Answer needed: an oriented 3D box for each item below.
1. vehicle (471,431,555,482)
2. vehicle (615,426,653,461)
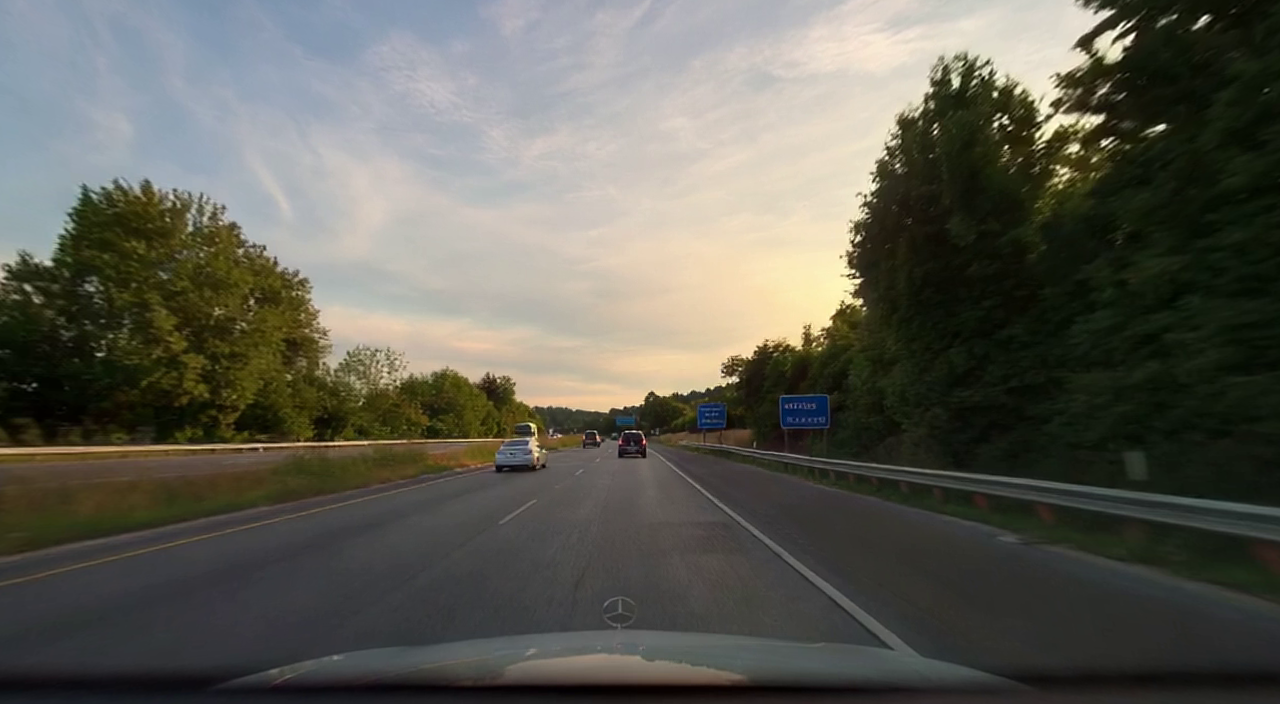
[{"bbox_3d":[-4.245,3.550,21.757,2.062,1.567,4.117,0,-8,0],"label":"vehicle"},{"bbox_3d":[-0.372,5.613,38.678,2.223,1.957,4.416,0,-8,-1],"label":"vehicle"}]
